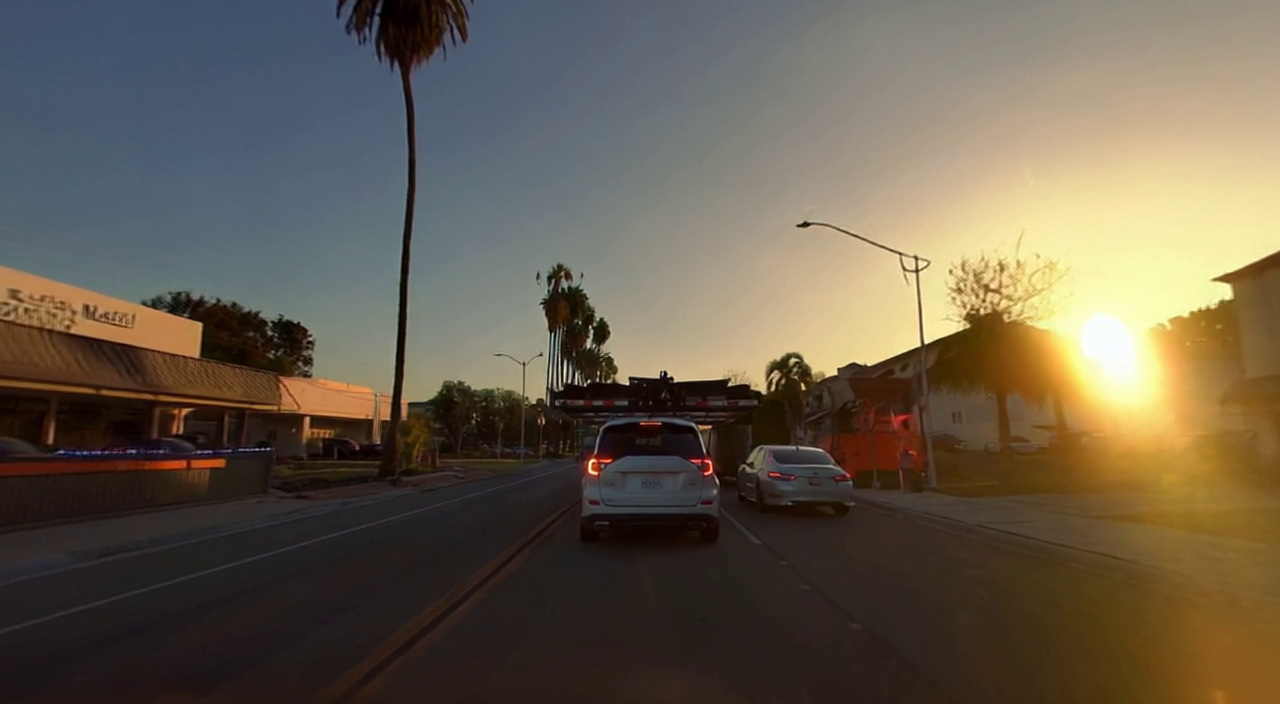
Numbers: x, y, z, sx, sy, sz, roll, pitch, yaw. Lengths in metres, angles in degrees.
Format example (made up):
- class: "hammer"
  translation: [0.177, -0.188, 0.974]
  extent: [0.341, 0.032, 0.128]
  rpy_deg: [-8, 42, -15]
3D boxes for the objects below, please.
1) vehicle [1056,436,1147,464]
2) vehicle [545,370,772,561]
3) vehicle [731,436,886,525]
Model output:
- class: "vehicle"
  translation: [28.528, 6.071, 38.971]
  extent: [4.193, 1.633, 1.928]
  rpy_deg: [-4, -9, 26]
- class: "vehicle"
  translation: [0.200, 1.834, 10.898]
  extent: [2.728, 2.305, 6.506]
  rpy_deg: [0, -8, 0]
- class: "vehicle"
  translation: [3.206, 2.516, 12.903]
  extent: [2.010, 1.499, 4.107]
  rpy_deg: [0, -8, 0]
